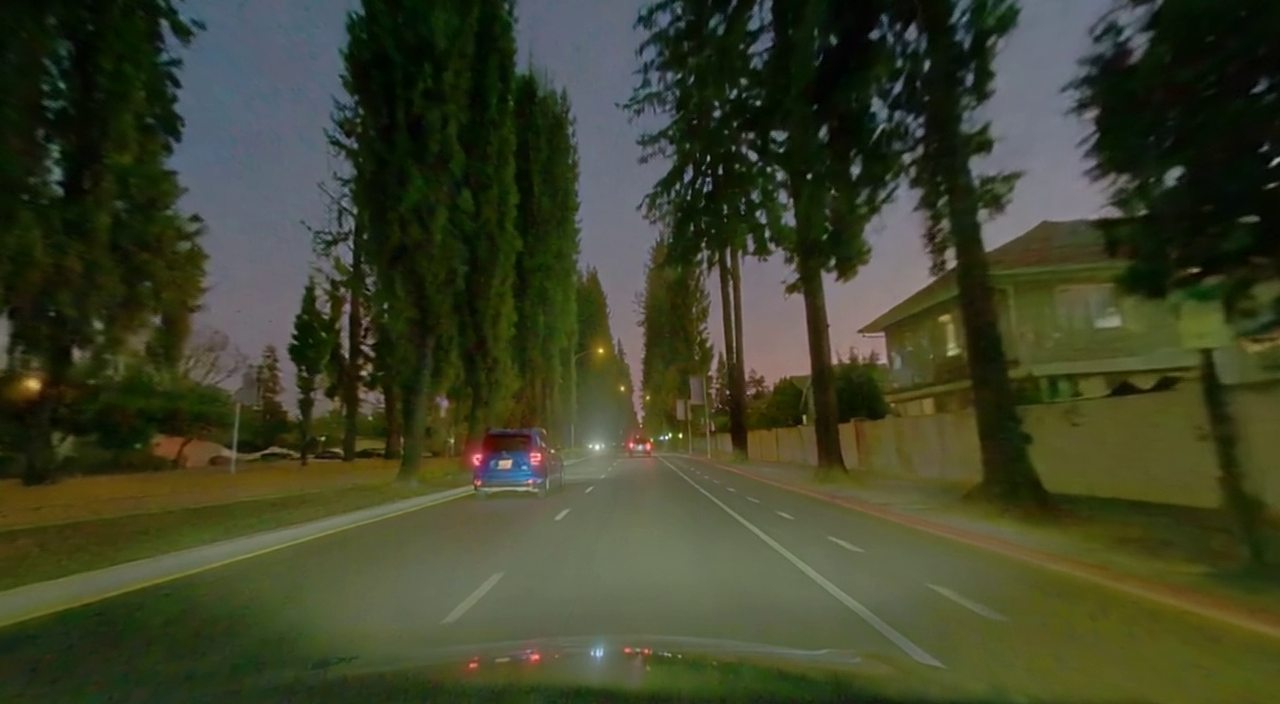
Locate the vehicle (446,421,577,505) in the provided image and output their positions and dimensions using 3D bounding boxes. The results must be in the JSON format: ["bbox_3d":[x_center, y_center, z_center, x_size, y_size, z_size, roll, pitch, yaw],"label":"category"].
[{"bbox_3d":[-3.078,2.802,16.292,2.281,1.837,4.845,0,-8,1],"label":"vehicle"}]
